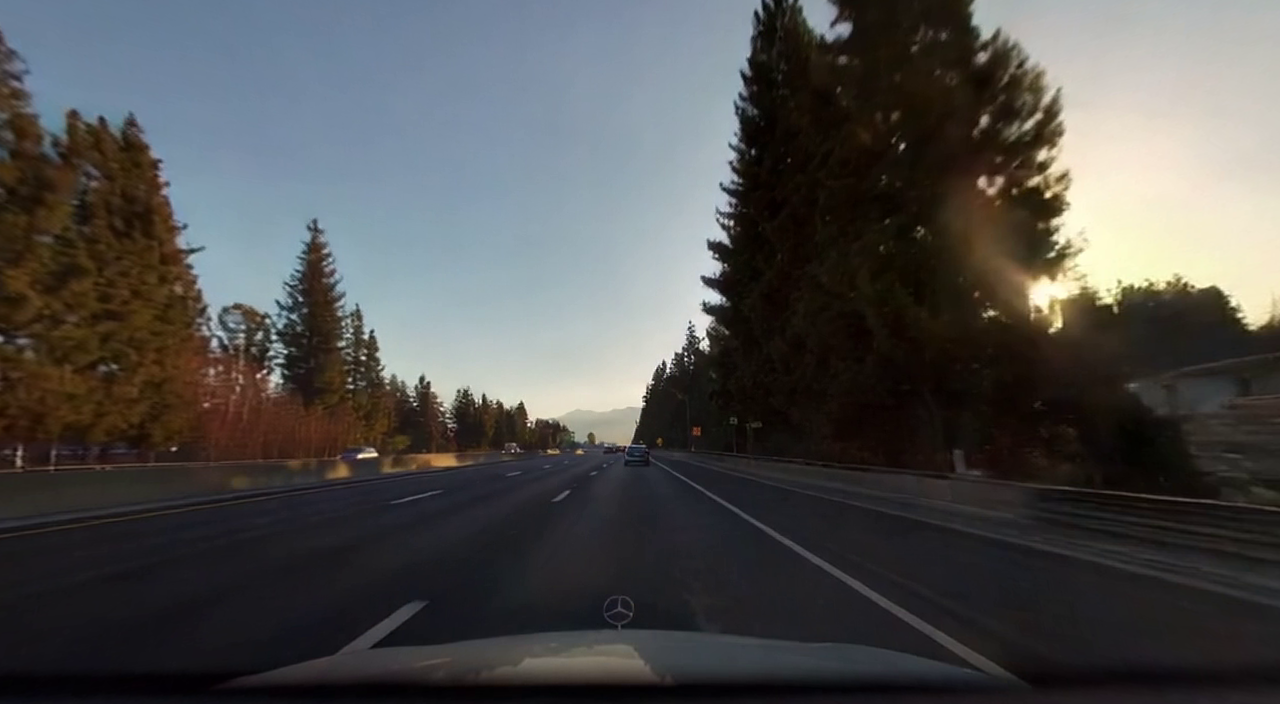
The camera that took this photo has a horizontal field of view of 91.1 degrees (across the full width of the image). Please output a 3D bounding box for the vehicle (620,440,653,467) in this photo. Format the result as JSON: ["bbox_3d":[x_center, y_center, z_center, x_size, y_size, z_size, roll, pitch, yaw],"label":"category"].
[{"bbox_3d":[-0.231,6.815,42.475,2.120,1.715,4.153,0,-9,-1],"label":"vehicle"}]

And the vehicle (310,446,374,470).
[{"bbox_3d":[-20.102,7.163,42.661,2.024,1.483,4.685,0,-9,0],"label":"vehicle"}]
